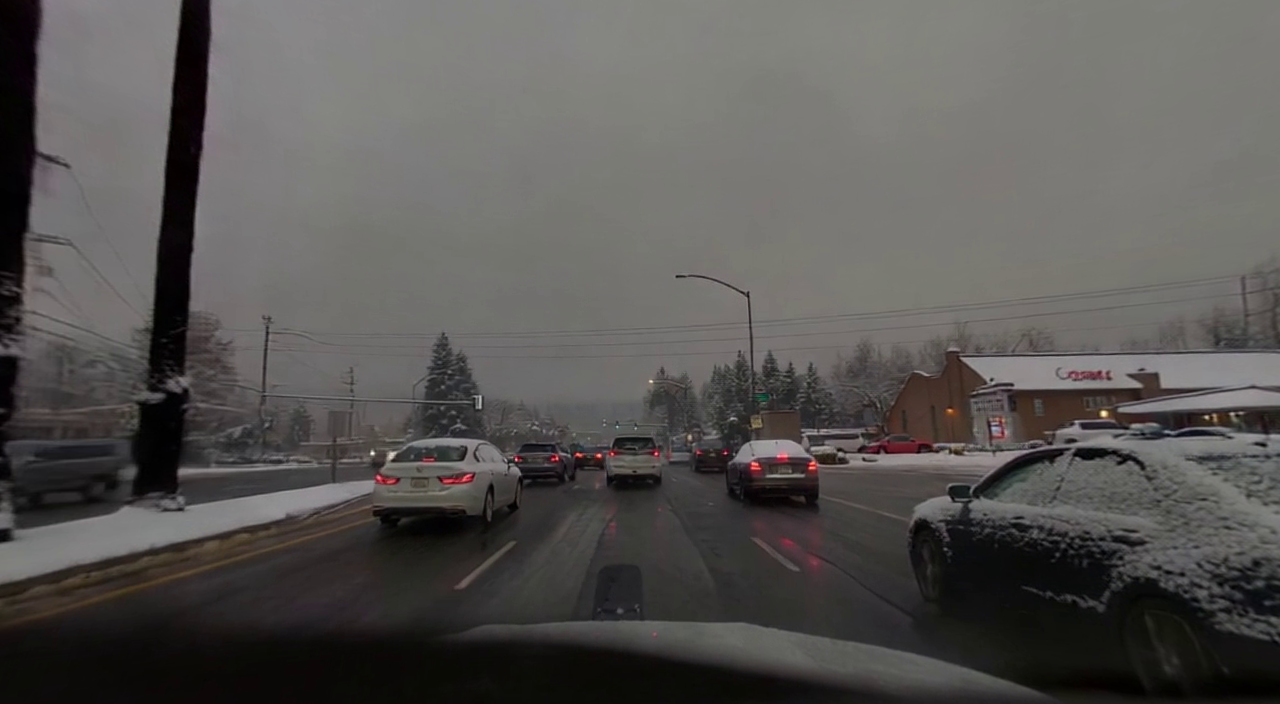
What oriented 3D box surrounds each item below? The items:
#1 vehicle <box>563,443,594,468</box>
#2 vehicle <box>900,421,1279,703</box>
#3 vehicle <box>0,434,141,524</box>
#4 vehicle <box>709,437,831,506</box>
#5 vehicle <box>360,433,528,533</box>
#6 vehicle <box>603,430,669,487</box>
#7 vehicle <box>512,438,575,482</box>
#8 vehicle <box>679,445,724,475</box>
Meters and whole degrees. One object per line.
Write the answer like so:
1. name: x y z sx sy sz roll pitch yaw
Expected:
1. vehicle: -4.282 7.290 44.632 1.871 1.673 3.920 0 -8 -1
2. vehicle: 3.638 1.249 4.206 1.867 1.448 4.436 0 -8 -1
3. vehicle: -13.785 2.696 13.656 2.113 1.772 4.591 0 -8 0
4. vehicle: 3.097 2.950 16.041 1.977 1.480 4.589 0 -8 -2
5. vehicle: -3.365 2.314 11.753 1.864 1.505 4.202 0 -8 -1
6. vehicle: -0.150 3.840 22.952 2.164 1.867 4.254 0 -8 0
7. vehicle: -3.920 4.467 26.336 1.932 1.695 4.235 0 -8 0
8. vehicle: 3.285 5.832 34.215 1.880 1.476 3.932 0 -8 -2
